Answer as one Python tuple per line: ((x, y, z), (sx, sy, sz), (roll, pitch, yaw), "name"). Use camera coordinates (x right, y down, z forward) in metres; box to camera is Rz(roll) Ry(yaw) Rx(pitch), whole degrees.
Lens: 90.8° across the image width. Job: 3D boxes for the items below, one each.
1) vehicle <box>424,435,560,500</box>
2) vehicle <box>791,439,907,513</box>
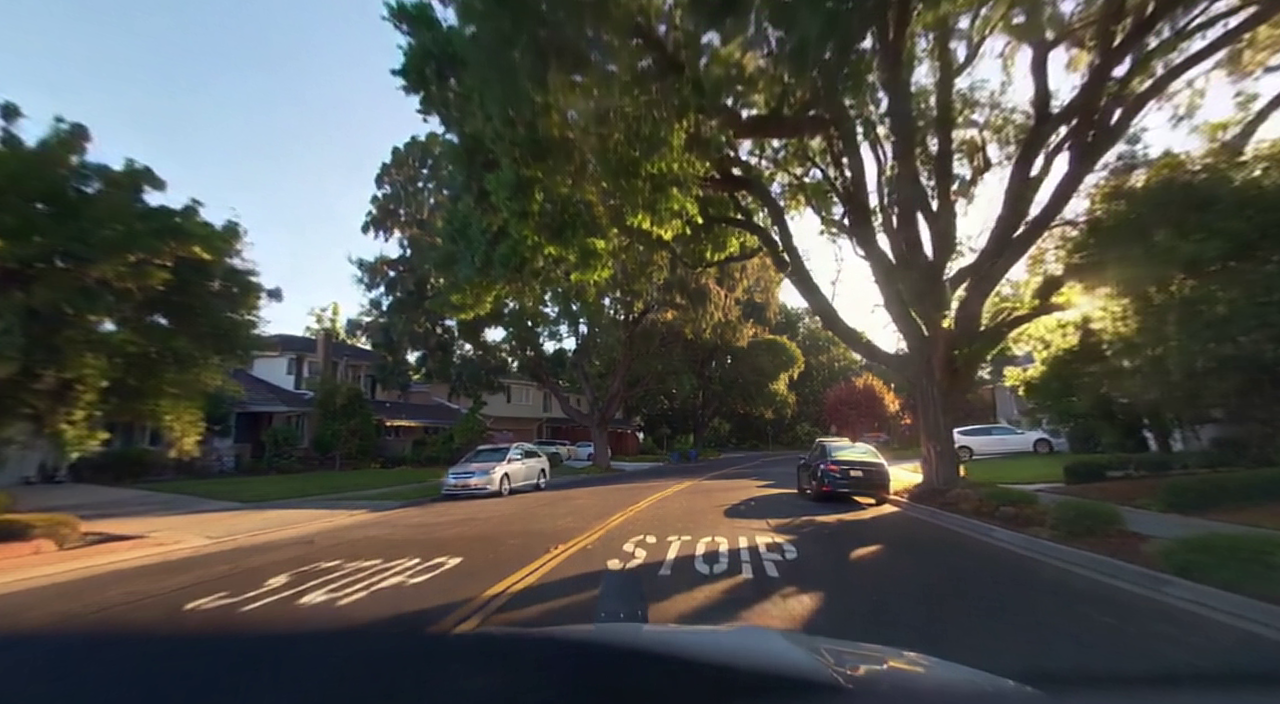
((-4.301, 3.453, 19.332), (2.030, 1.696, 4.828), (-2, -9, 14), "vehicle")
((4.863, 2.897, 15.441), (2.045, 1.478, 4.914), (-2, -9, 11), "vehicle")
